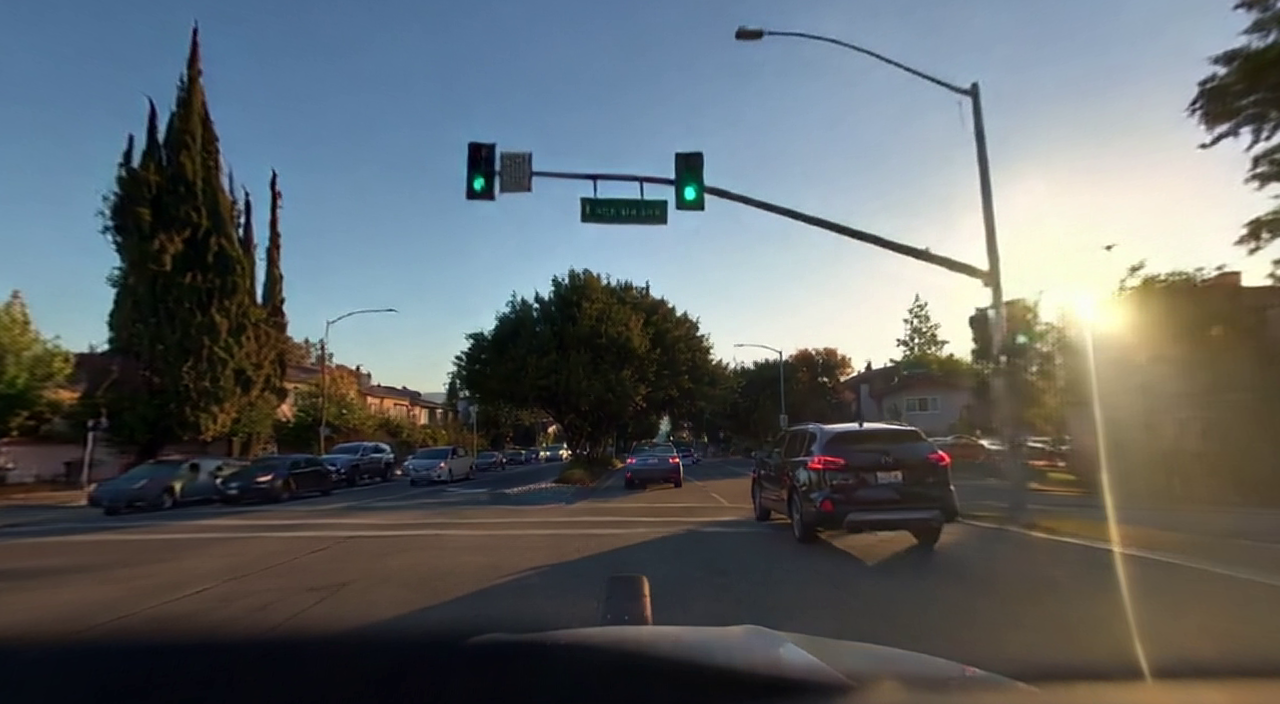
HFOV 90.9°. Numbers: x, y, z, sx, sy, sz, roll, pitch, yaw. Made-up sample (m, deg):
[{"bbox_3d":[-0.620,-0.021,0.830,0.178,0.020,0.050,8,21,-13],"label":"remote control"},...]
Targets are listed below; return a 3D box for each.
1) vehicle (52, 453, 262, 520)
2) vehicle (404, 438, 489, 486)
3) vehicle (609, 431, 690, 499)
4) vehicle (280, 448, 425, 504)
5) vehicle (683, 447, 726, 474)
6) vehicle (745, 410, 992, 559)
[{"bbox_3d":[-12.306,3.411,16.561,1.959,1.450,4.487,0,-8,0],"label":"vehicle"},{"bbox_3d":[-8.487,4.839,28.153,2.182,1.939,4.889,0,-8,1],"label":"vehicle"},{"bbox_3d":[0.275,3.401,19.435,2.185,1.822,4.391,0,-8,0],"label":"vehicle"},{"bbox_3d":[-8.340,3.627,18.904,2.083,1.420,4.702,0,-8,1],"label":"vehicle"},{"bbox_3d":[3.814,6.457,37.879,2.096,1.489,4.757,0,-8,0],"label":"vehicle"},{"bbox_3d":[3.175,1.944,9.969,2.166,1.799,4.372,0,-8,-1],"label":"vehicle"}]
